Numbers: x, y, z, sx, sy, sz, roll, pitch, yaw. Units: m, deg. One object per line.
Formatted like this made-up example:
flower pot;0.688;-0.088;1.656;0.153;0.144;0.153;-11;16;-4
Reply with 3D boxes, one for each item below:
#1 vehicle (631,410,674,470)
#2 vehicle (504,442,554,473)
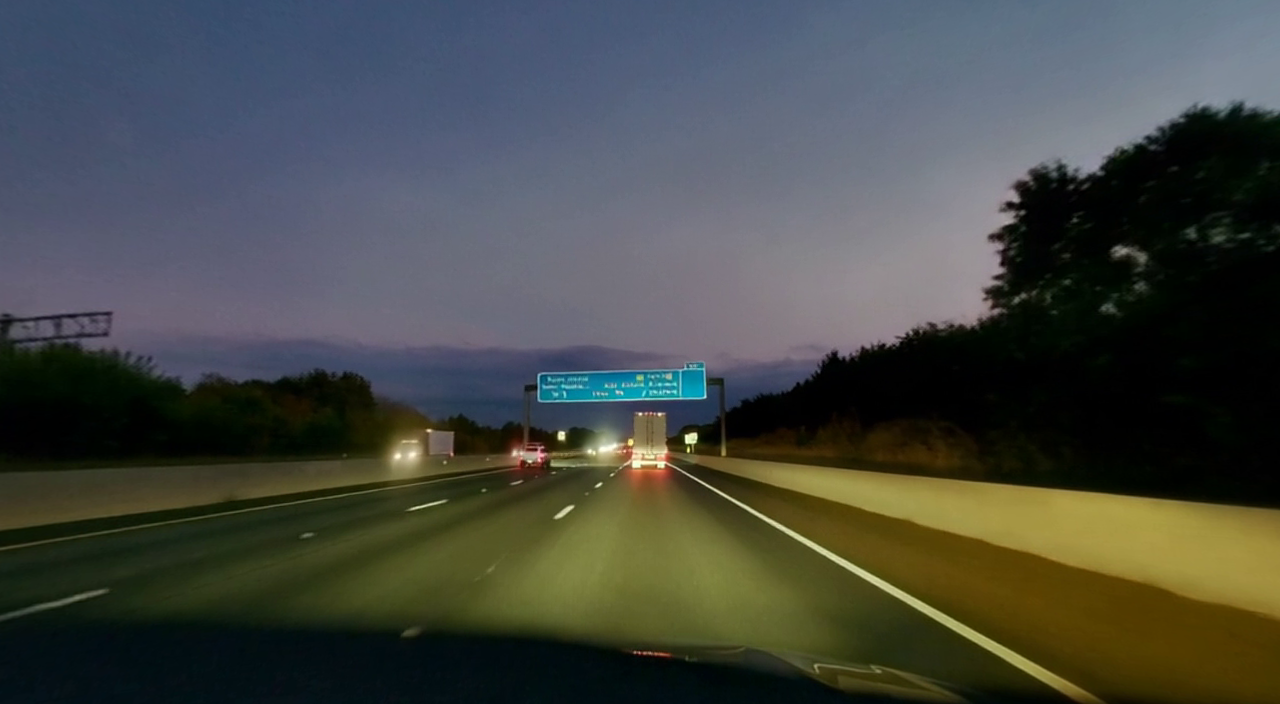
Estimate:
vehicle;0.851;7.075;49.842;2.901;4.032;14.338;0;-9;0
vehicle;-6.615;6.353;37.991;2.119;1.754;4.404;0;-9;1
